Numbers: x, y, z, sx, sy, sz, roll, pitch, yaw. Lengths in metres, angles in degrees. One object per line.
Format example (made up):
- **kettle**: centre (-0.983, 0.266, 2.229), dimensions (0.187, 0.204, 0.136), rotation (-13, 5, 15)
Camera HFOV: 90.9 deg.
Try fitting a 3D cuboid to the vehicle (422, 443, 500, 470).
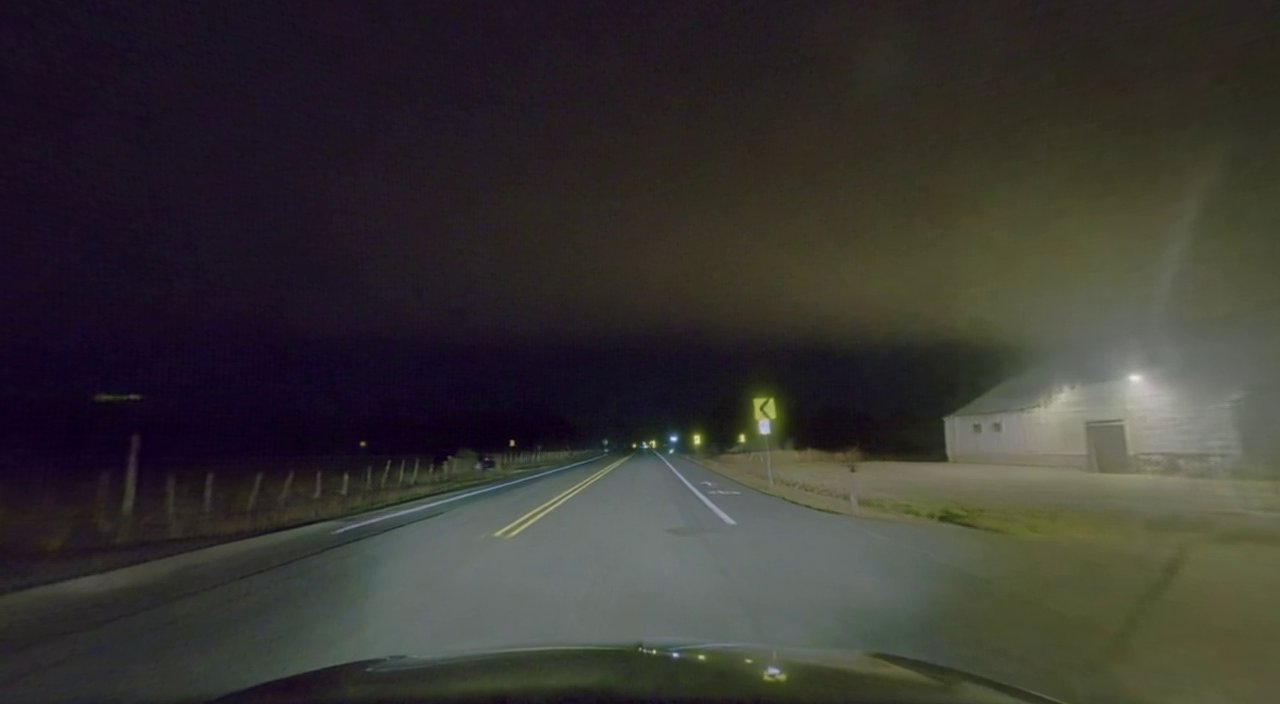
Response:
- **vehicle**: centre (-12.442, 7.309, 44.029), dimensions (4.813, 1.763, 2.048), rotation (1, -9, 0)
